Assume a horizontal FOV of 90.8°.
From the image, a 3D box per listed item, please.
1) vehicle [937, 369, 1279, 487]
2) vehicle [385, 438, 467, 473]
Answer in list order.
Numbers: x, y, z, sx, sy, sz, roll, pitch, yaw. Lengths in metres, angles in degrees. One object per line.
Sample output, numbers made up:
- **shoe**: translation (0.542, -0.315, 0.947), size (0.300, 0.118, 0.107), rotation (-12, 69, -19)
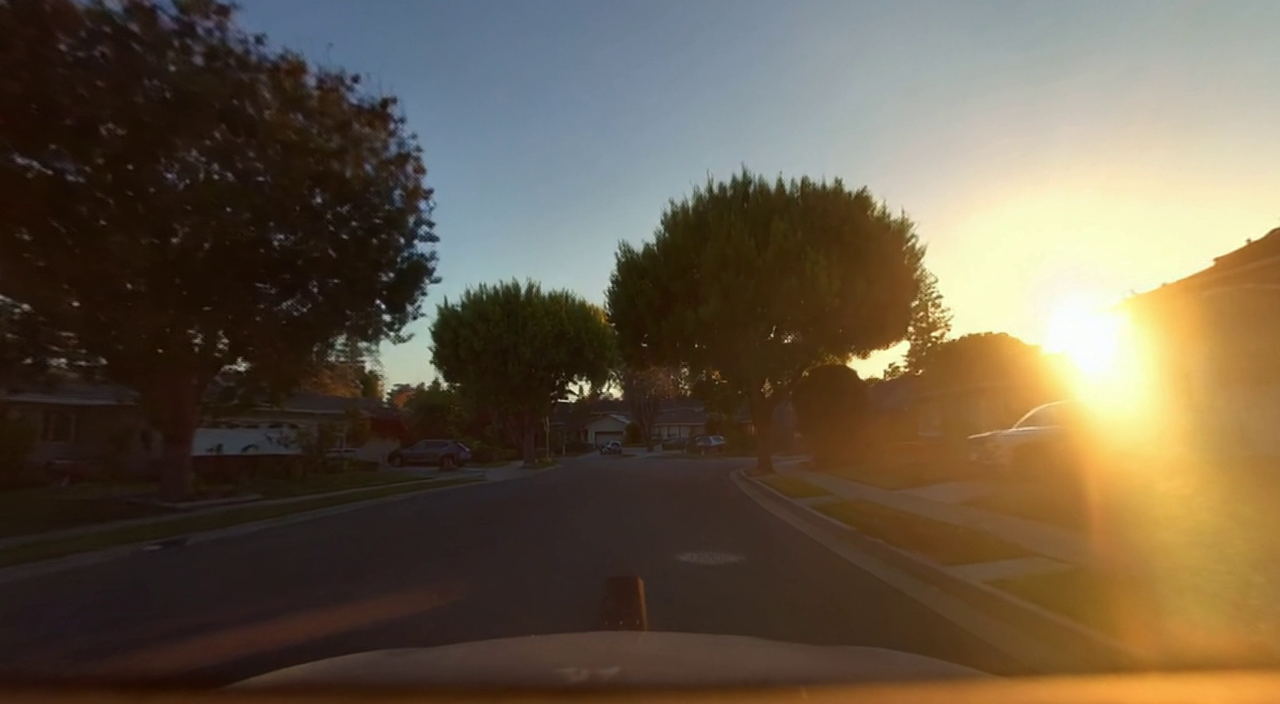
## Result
- **vehicle**: translation (10.071, 1.653, 13.523), size (6.053, 2.240, 2.582), rotation (-1, -8, 2)
- **vehicle**: translation (-12.799, 6.195, 38.117), size (2.315, 1.835, 5.045), rotation (-5, -9, 13)
